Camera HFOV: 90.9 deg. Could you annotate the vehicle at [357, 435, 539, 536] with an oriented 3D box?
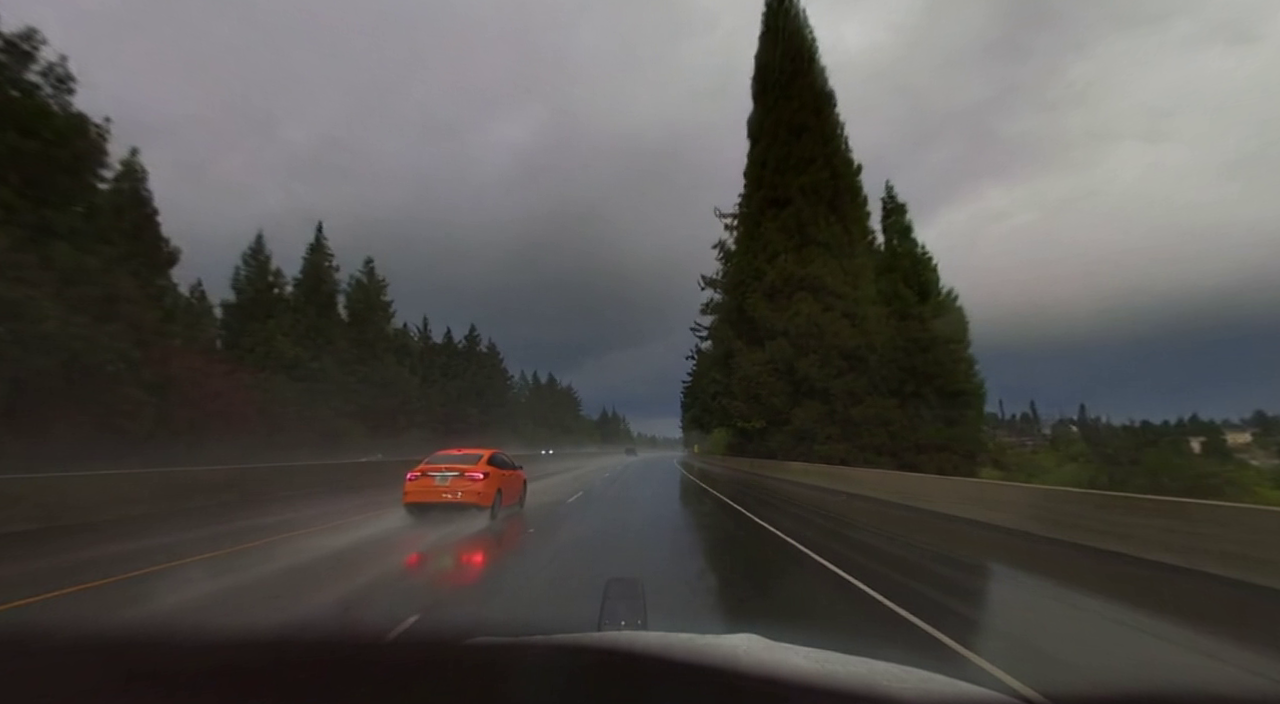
[{"bbox_3d":[-3.197,2.312,11.496,1.934,1.486,4.115,0,-9,1],"label":"vehicle"}]
